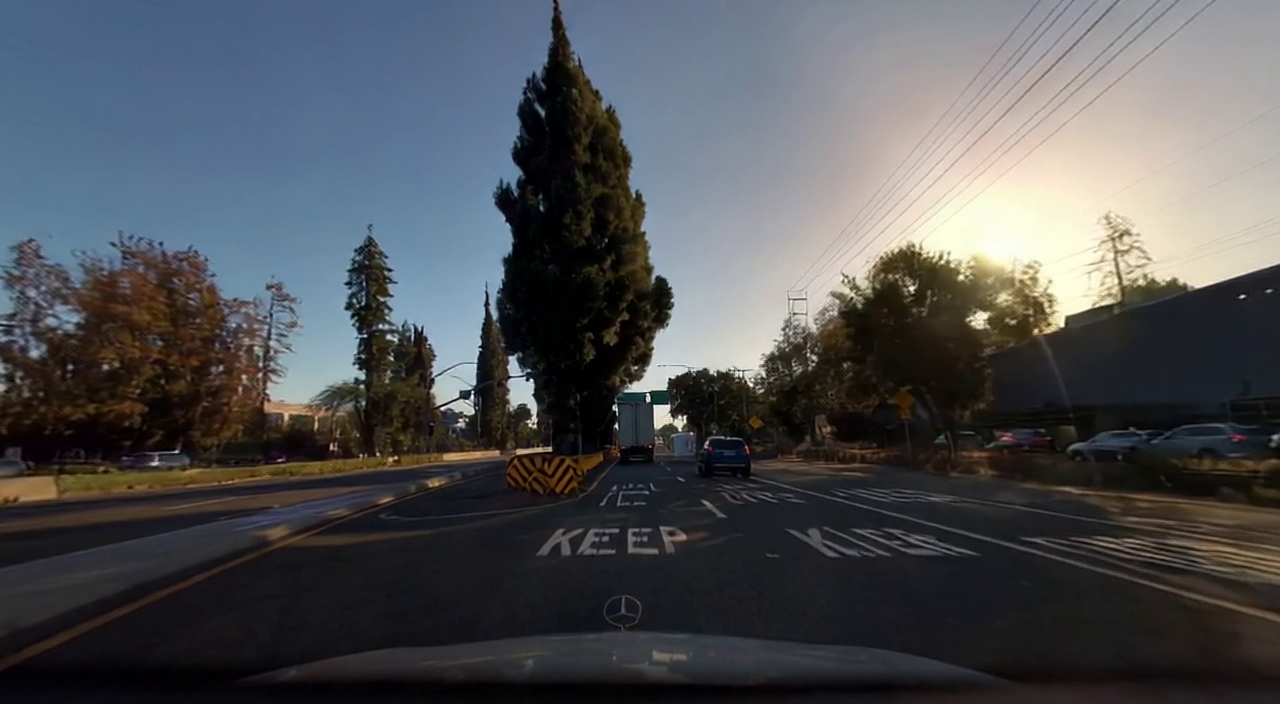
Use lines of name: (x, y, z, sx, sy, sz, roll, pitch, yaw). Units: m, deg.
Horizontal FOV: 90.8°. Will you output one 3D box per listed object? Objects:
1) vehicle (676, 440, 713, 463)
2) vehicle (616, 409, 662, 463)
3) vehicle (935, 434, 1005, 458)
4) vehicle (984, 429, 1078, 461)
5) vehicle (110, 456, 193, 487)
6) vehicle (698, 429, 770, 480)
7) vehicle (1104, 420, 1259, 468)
vehicle: (3.708, 6.924, 43.942, 2.146, 1.474, 4.564, 0, -8, 0)
vehicle: (-0.044, 5.862, 43.605, 2.889, 3.347, 8.285, 0, -8, 0)
vehicle: (20.747, 5.952, 39.949, 1.887, 1.448, 4.723, 0, -8, 0)
vehicle: (20.564, 4.921, 33.469, 2.010, 1.567, 4.519, 0, -8, -1)
vehicle: (-31.246, 7.615, 40.629, 2.099, 1.801, 4.957, 1, -9, -11)
vehicle: (3.615, 4.061, 25.284, 2.086, 1.803, 4.607, 0, -8, -1)
vehicle: (20.834, 3.582, 24.630, 1.917, 1.682, 4.575, 0, -8, -1)
